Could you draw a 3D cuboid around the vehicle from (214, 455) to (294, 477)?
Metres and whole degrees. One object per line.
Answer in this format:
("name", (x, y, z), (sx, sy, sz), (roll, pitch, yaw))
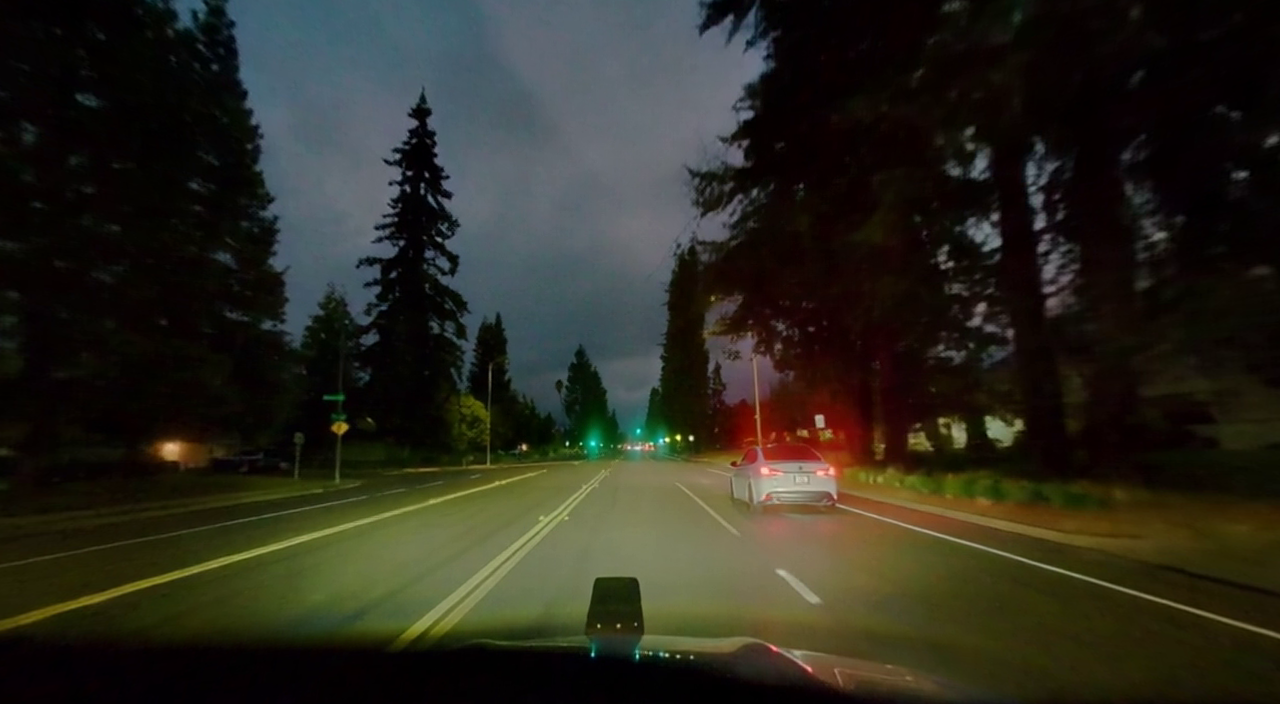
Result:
("vehicle", (-29.462, 8.720, 48.283), (4.917, 1.598, 1.937), (-1, -9, 4))

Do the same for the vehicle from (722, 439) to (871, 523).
("vehicle", (3.115, 2.661, 13.603), (2.057, 1.493, 4.225), (0, -9, -1))

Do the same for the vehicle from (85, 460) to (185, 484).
("vehicle", (-31.768, 7.546, 39.840), (4.684, 1.435, 1.893), (0, -9, 2))
